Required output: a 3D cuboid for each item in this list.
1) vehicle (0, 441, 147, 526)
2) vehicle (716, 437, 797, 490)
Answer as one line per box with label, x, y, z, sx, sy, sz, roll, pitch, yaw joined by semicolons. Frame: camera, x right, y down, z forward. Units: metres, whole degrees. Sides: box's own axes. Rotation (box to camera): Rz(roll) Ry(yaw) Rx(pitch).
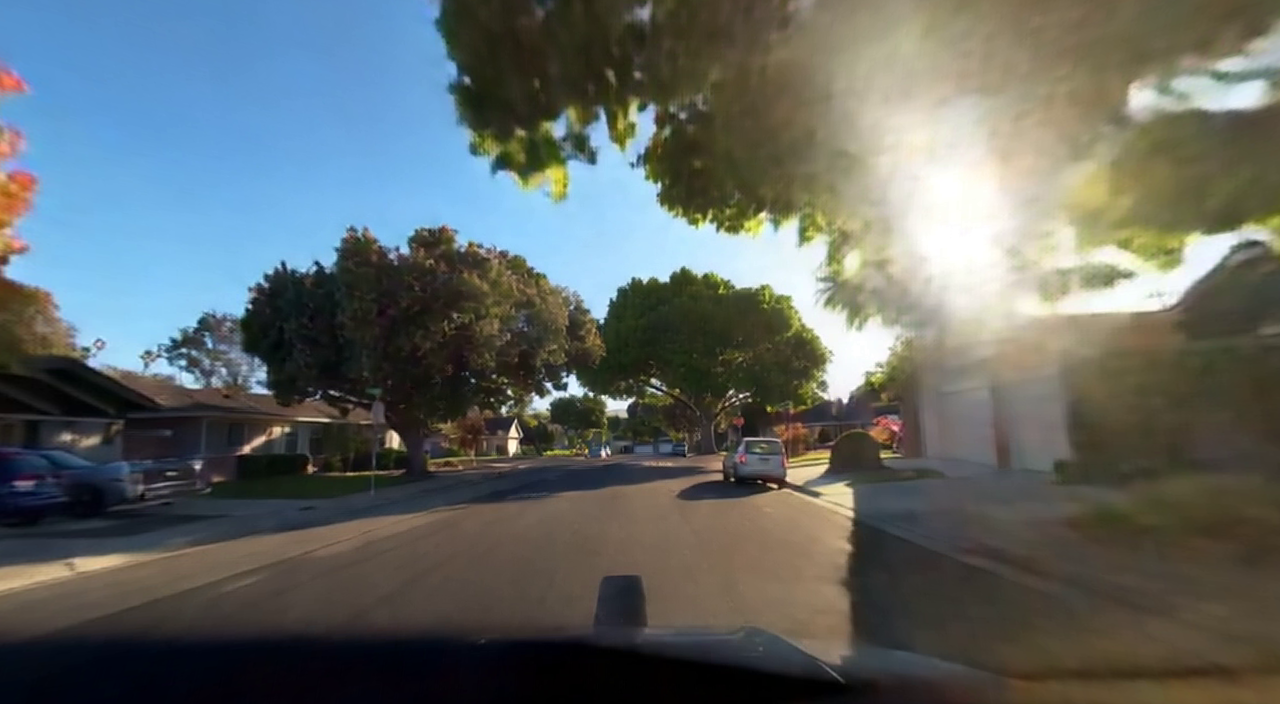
vehicle;-12.909;2.526;12.443;4.572;1.522;1.999;1;-9;-4
vehicle;3.656;3.572;20.583;1.975;1.528;4.000;0;-9;2
